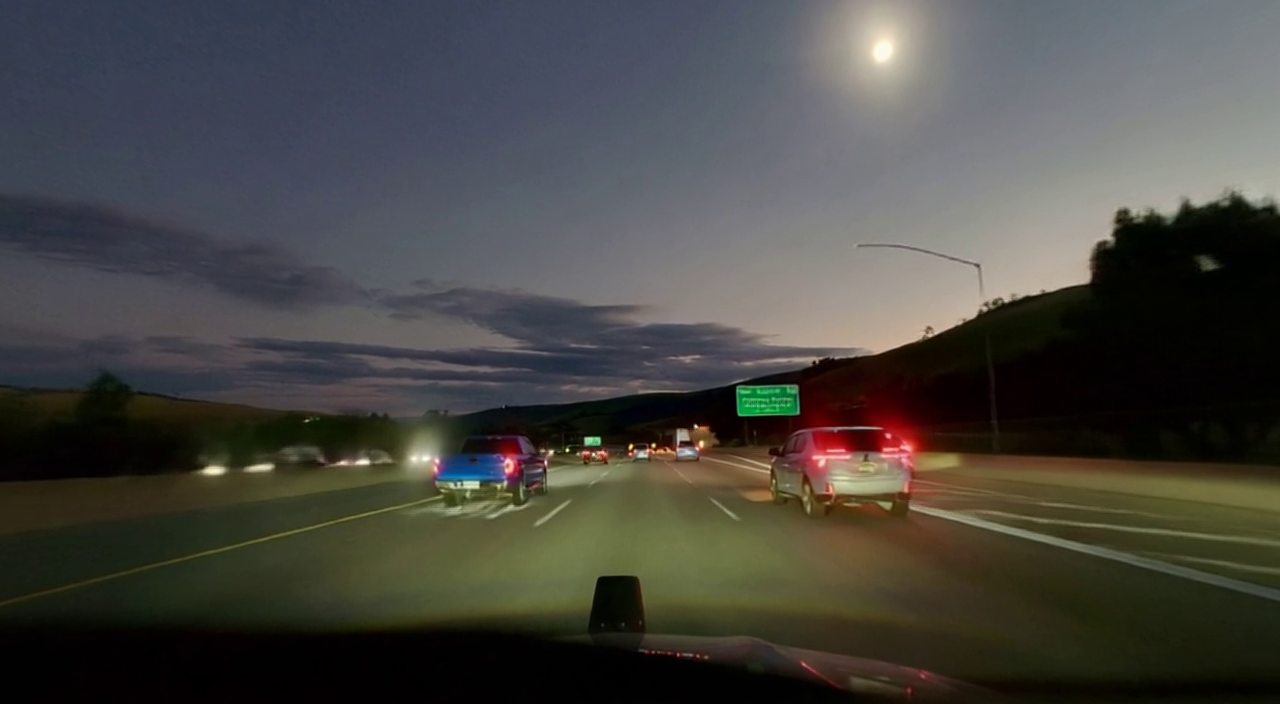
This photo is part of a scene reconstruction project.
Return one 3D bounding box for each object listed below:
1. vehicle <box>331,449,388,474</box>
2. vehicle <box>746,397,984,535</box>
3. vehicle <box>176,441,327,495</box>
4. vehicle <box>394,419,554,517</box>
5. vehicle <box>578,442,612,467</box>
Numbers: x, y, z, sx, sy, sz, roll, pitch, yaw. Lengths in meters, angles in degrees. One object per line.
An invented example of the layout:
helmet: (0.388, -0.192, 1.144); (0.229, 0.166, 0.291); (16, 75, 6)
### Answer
vehicle: (-20.427, 7.966, 46.169); (1.919, 1.673, 4.612); (0, -9, 1)
vehicle: (3.687, 2.043, 11.885); (2.424, 1.952, 5.611); (0, -8, 0)
vehicle: (-13.590, 4.064, 22.565); (2.121, 1.686, 5.007); (-1, -8, 1)
vehicle: (-3.570, 2.619, 14.795); (2.227, 1.853, 5.161); (-1, -8, 1)
vehicle: (-3.385, 7.753, 47.894); (2.235, 1.785, 4.386); (0, -8, 1)
